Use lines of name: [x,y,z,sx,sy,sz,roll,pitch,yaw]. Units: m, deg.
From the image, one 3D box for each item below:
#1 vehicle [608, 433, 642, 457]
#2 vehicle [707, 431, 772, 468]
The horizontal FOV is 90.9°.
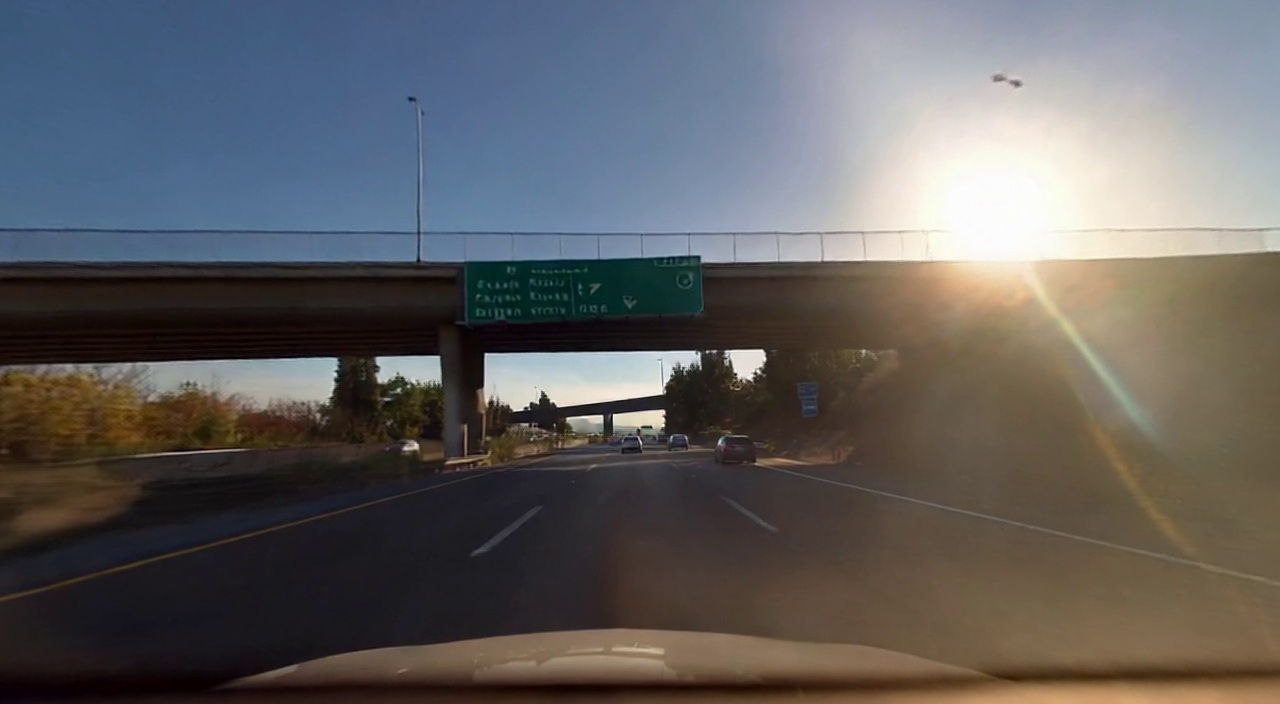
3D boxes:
vehicle: [-0.927,5.838,39.622,1.987,1.440,3.565,0,-8,-1]
vehicle: [4.308,4.270,27.952,2.056,1.508,4.093,0,-8,-2]
